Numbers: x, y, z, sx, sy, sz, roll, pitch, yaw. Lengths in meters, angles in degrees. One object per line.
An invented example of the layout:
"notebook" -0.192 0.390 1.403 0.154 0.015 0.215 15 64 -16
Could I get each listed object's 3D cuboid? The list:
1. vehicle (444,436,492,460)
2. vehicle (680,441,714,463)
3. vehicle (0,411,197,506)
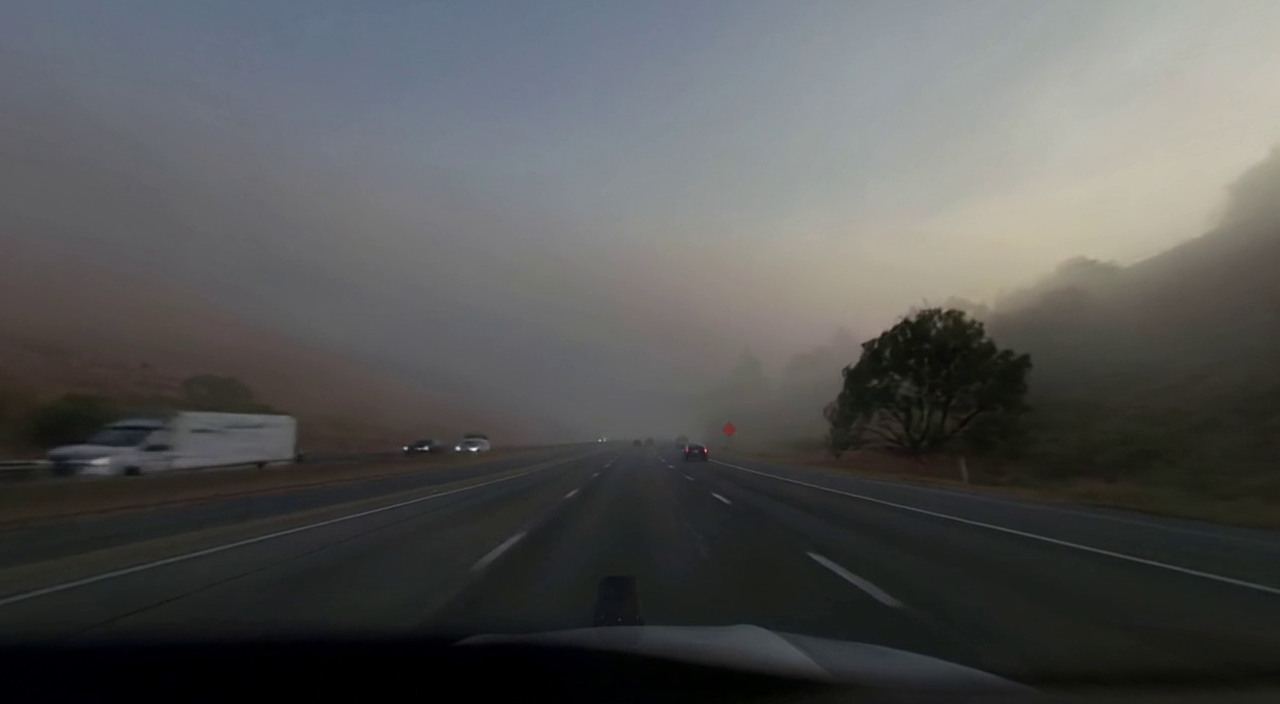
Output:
"vehicle" -13.074 7.311 48.074 2.098 1.724 4.494 0 -8 4
"vehicle" 3.960 7.079 44.681 1.943 1.490 4.246 0 -8 -1
"vehicle" -14.693 2.598 15.678 2.671 1.976 6.166 0 -8 2
